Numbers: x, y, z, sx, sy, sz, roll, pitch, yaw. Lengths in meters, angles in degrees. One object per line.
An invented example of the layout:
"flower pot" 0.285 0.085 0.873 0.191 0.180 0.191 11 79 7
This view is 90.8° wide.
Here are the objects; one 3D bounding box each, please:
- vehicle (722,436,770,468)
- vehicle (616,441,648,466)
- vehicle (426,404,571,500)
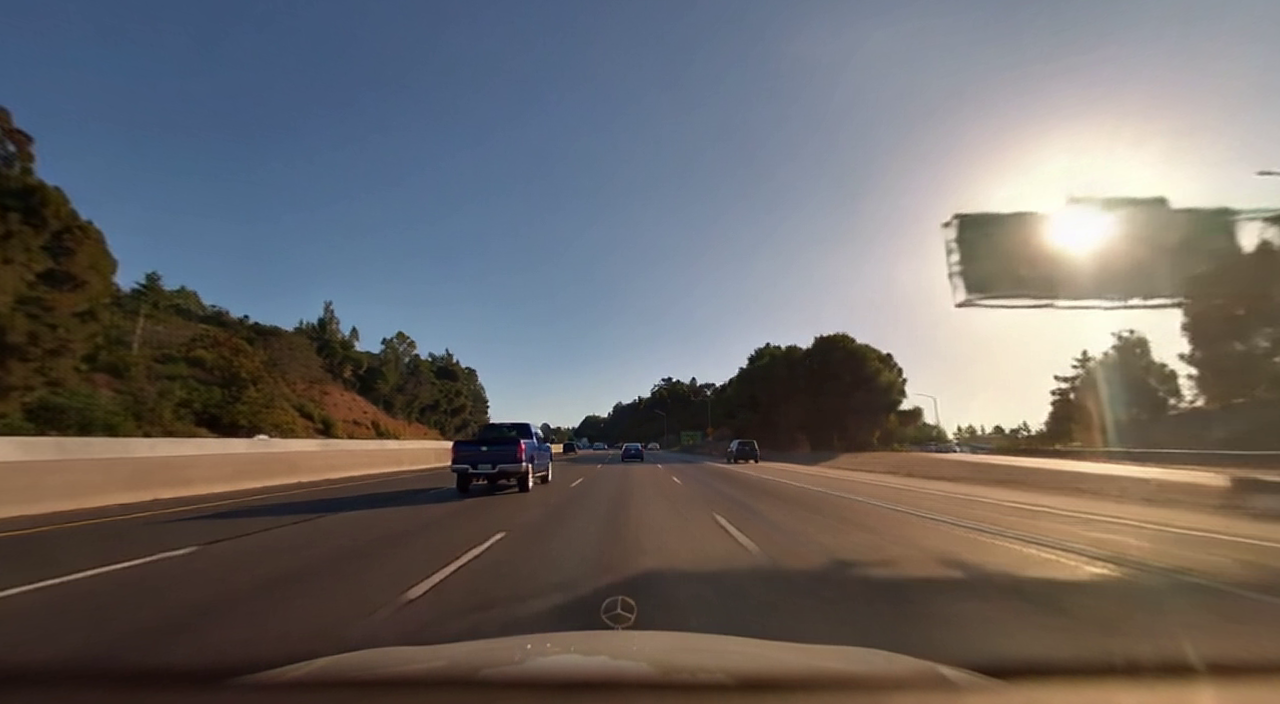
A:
"vehicle" 6.830 6.528 41.262 2.103 1.898 5.310 0 -9 -1
"vehicle" -0.565 7.089 44.154 2.157 1.642 4.189 0 -9 -1
"vehicle" -3.575 2.738 17.539 2.592 2.179 6.034 0 -9 0
